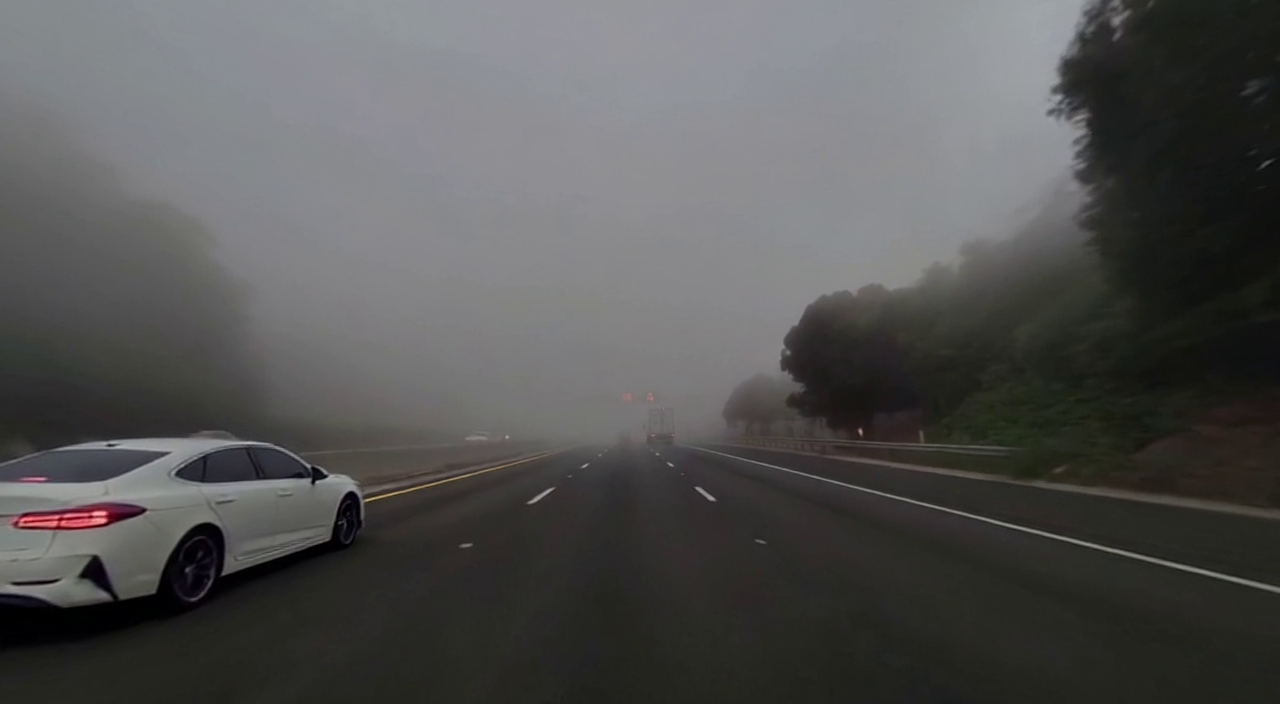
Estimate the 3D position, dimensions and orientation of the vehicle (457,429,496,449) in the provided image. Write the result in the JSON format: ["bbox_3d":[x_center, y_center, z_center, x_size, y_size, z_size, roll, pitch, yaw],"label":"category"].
[{"bbox_3d":[-12.768,6.848,49.442,1.953,1.473,4.444,0,-7,-1],"label":"vehicle"}]

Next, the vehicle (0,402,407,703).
[{"bbox_3d":[-3.735,1.251,5.227,1.971,1.444,4.401,0,-7,-1],"label":"vehicle"}]
